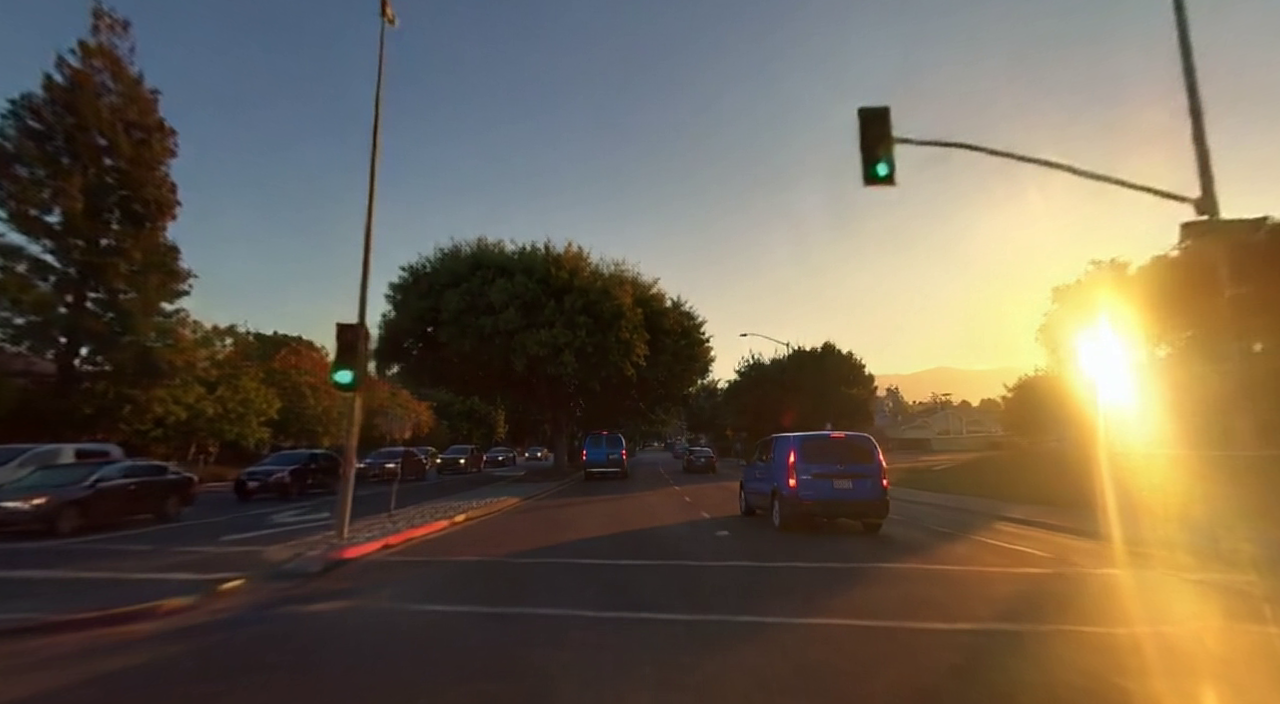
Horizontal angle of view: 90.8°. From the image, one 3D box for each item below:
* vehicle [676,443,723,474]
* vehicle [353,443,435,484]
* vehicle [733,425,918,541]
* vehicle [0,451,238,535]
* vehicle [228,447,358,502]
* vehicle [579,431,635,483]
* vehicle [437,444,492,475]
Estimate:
[{"bbox_3d":[3.414,6.200,36.993,2.248,1.692,4.252,0,-9,-1],"label":"vehicle"},{"bbox_3d":[-10.996,4.977,28.566,1.988,1.689,4.047,0,-9,1],"label":"vehicle"},{"bbox_3d":[3.031,2.230,11.364,1.965,1.671,4.146,0,-9,-1],"label":"vehicle"},{"bbox_3d":[-11.331,2.947,13.889,2.128,1.496,4.432,0,-9,-2],"label":"vehicle"},{"bbox_3d":[-11.279,3.954,20.921,1.956,1.625,4.123,0,-9,0],"label":"vehicle"},{"bbox_3d":[-1.359,4.584,27.795,2.228,2.054,4.309,0,-9,0],"label":"vehicle"},{"bbox_3d":[-11.136,6.810,40.370,2.091,1.806,4.859,0,-9,0],"label":"vehicle"}]
